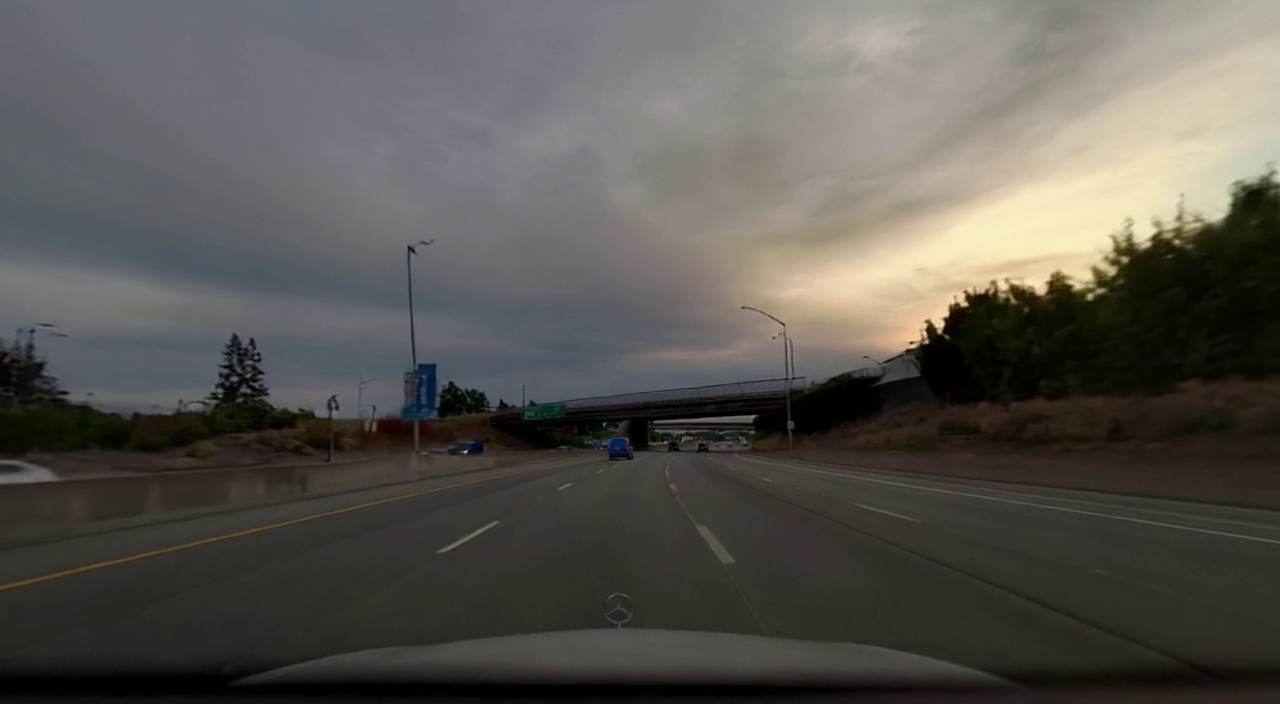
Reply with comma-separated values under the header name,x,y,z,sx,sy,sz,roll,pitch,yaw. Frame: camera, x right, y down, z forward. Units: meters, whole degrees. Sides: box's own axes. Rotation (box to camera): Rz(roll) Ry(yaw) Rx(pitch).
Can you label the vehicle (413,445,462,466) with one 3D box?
name,x,y,z,sx,sy,sz,roll,pitch,yaw
vehicle,-15.805,8.055,49.522,1.978,1.510,4.771,-1,-8,4
